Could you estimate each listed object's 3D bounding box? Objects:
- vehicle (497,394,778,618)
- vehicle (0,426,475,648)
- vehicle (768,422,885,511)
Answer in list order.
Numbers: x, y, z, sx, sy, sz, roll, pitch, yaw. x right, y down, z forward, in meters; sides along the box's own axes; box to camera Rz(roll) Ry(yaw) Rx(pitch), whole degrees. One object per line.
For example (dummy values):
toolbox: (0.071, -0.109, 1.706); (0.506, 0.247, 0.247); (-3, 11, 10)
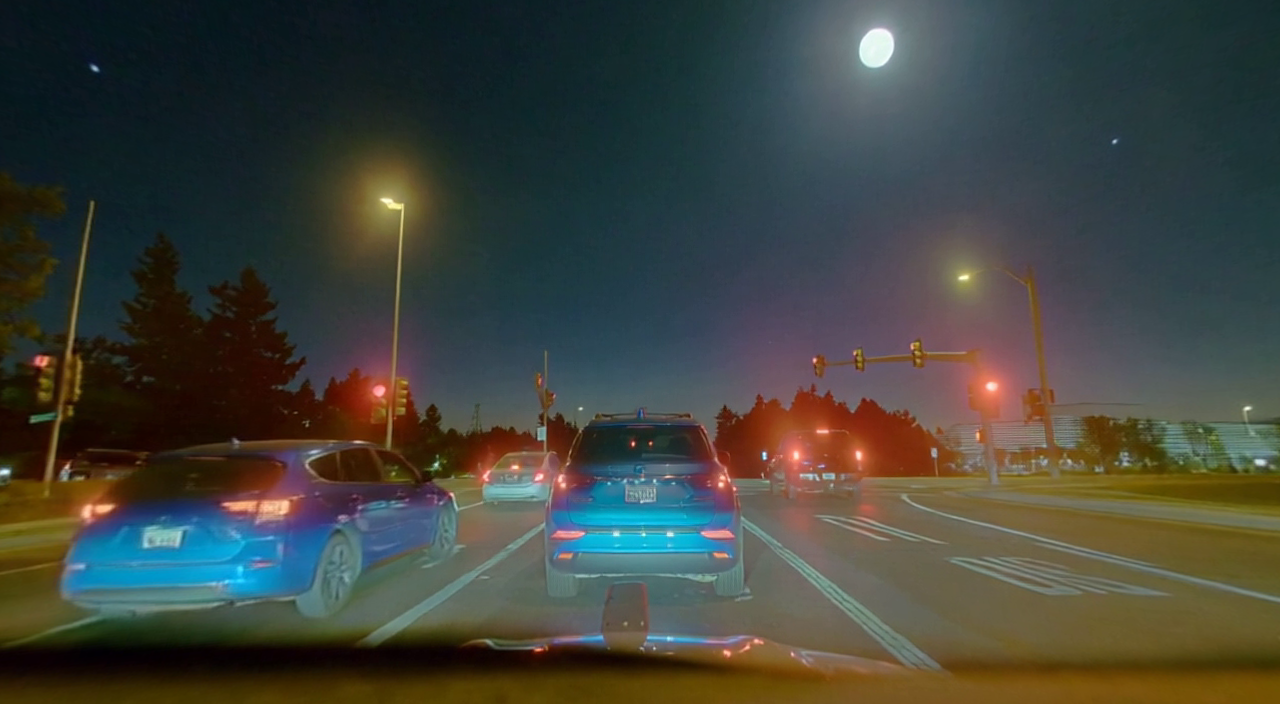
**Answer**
vehicle: (-0.033, 1.525, 7.178); (2.203, 1.757, 4.286); (0, -8, 0)
vehicle: (-3.297, 1.554, 6.451); (1.913, 1.453, 4.413); (0, -8, 2)
vehicle: (4.813, 2.994, 16.922); (2.084, 2.053, 4.073); (-1, -8, 4)
